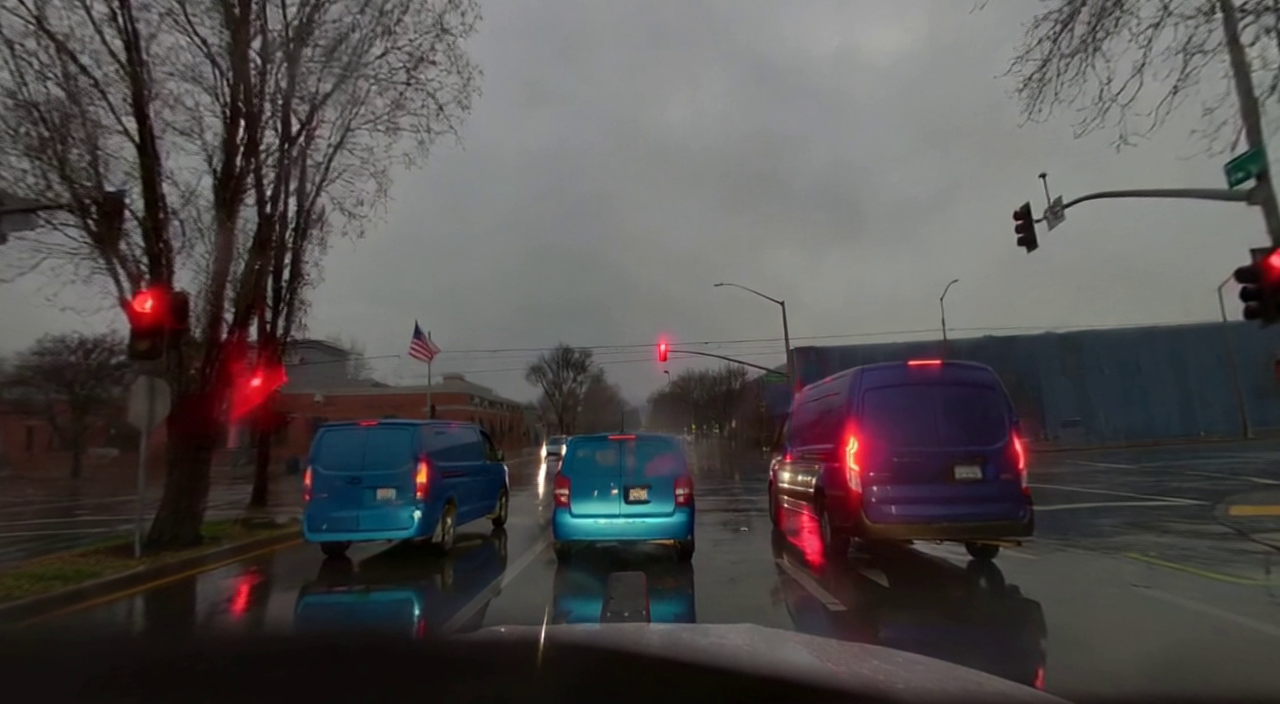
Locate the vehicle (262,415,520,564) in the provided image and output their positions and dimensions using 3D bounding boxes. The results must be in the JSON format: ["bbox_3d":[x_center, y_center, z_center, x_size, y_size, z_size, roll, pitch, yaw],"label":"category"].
[{"bbox_3d":[-3.250,1.877,9.285,2.024,1.677,3.998,0,-9,2],"label":"vehicle"}]

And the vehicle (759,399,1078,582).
[{"bbox_3d":[3.086,1.660,8.311,2.178,1.746,4.400,0,-9,0],"label":"vehicle"}]

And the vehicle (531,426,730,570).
[{"bbox_3d":[-0.128,1.858,8.787,2.098,1.494,4.118,0,-9,-1],"label":"vehicle"}]
